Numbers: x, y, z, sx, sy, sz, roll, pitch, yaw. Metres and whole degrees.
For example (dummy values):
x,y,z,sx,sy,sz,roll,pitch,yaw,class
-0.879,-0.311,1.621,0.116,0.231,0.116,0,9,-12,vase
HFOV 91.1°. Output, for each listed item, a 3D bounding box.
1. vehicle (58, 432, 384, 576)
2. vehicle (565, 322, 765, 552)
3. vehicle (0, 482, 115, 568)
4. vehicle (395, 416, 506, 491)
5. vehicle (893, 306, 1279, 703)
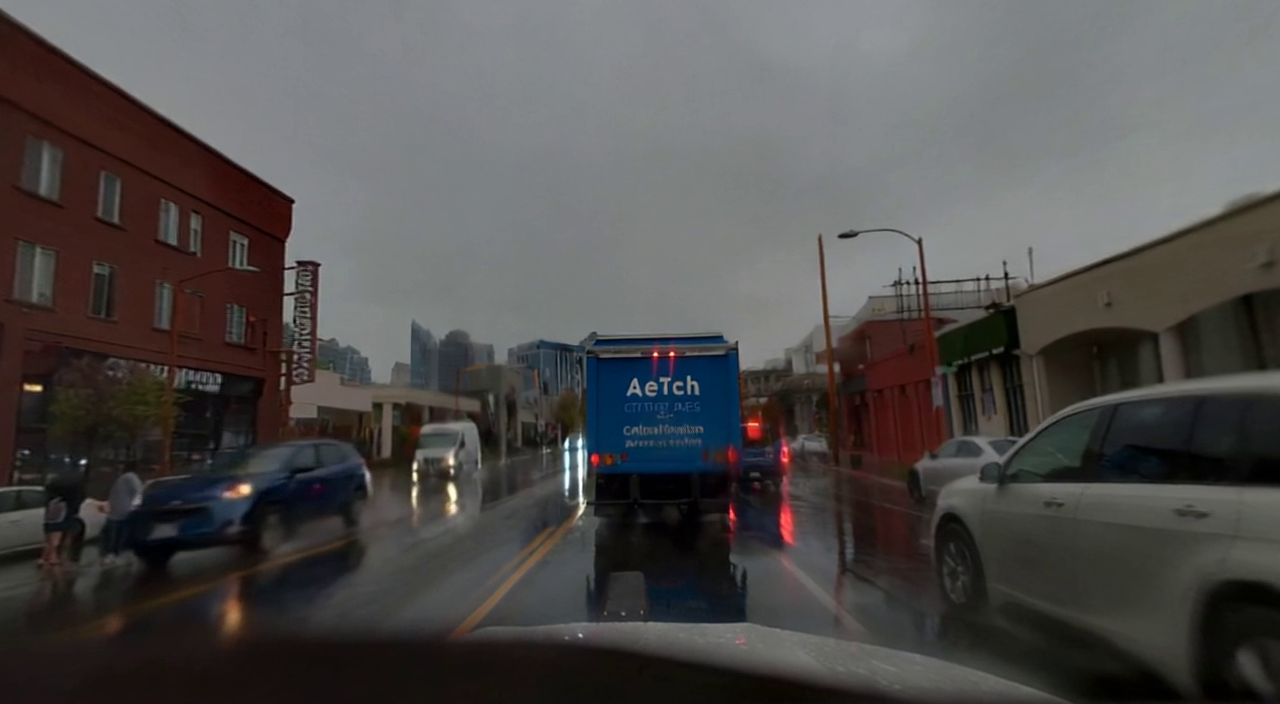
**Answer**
x,y,z,sx,sy,sz,roll,pitch,yaw,class
-5.967,2.162,9.814,2.046,1.711,4.320,0,-9,1,vehicle
0.203,1.509,11.157,2.517,2.926,6.177,0,-9,-2,vehicle
-13.512,3.547,12.771,1.901,1.508,4.405,0,-9,-1,vehicle
-9.079,5.005,31.255,2.883,3.199,7.964,0,-9,1,vehicle
3.364,0.910,3.415,2.104,1.786,4.498,0,-9,1,vehicle
